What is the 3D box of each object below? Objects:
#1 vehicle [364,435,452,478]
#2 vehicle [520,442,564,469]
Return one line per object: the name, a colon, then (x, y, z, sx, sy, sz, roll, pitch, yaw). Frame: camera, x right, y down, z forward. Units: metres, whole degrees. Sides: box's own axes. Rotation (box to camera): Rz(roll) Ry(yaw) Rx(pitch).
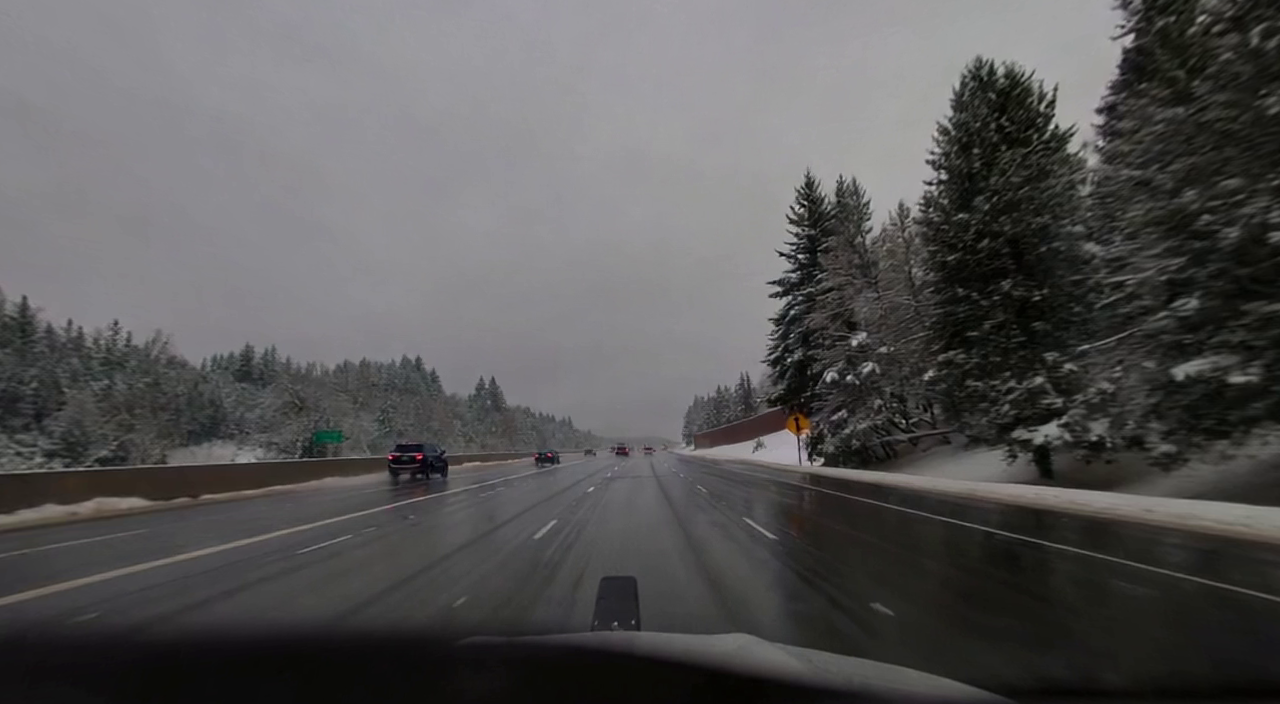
vehicle: (-10.550, 4.790, 29.163, 2.195, 1.795, 4.659, 0, -9, 1)
vehicle: (-6.324, 6.733, 41.208, 2.080, 1.694, 4.279, 0, -9, 2)
